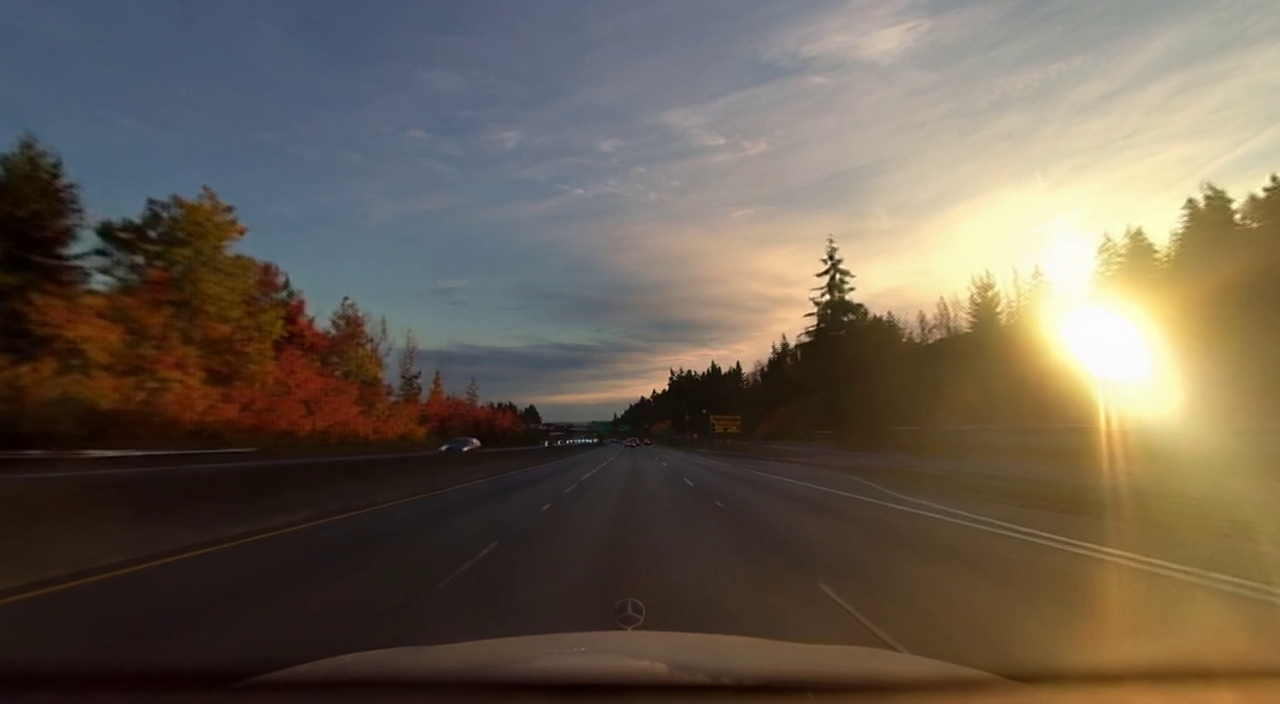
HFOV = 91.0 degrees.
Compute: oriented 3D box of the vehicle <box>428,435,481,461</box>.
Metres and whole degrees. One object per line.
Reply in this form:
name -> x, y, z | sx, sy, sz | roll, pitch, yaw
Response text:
vehicle -> -11.469, 5.953, 39.133 | 1.904, 1.504, 4.525 | 0, -8, 0
